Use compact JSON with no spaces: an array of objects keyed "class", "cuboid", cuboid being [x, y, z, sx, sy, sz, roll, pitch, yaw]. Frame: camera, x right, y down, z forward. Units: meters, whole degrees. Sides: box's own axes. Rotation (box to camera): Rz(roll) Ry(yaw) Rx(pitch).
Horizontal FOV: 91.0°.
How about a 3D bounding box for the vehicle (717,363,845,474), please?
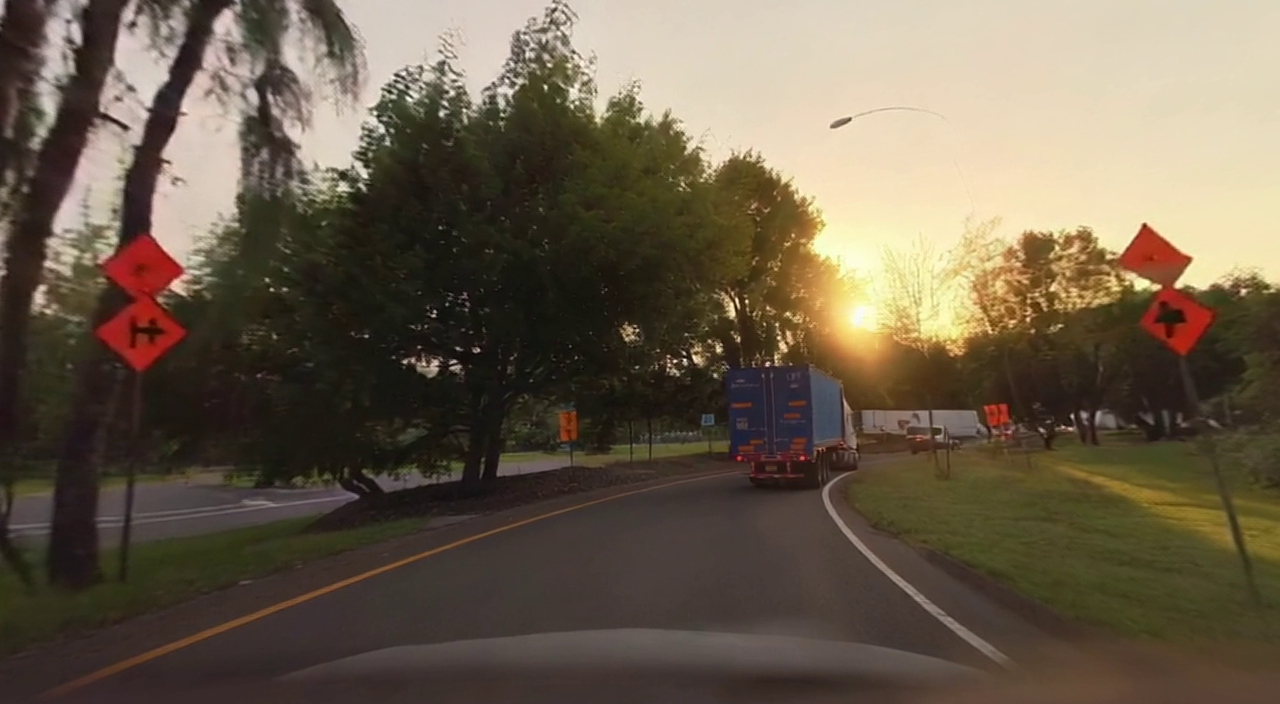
[{"class":"vehicle","cuboid":[6.046,2.807,25.457,2.937,3.647,9.344,-4,-9,25]}]
